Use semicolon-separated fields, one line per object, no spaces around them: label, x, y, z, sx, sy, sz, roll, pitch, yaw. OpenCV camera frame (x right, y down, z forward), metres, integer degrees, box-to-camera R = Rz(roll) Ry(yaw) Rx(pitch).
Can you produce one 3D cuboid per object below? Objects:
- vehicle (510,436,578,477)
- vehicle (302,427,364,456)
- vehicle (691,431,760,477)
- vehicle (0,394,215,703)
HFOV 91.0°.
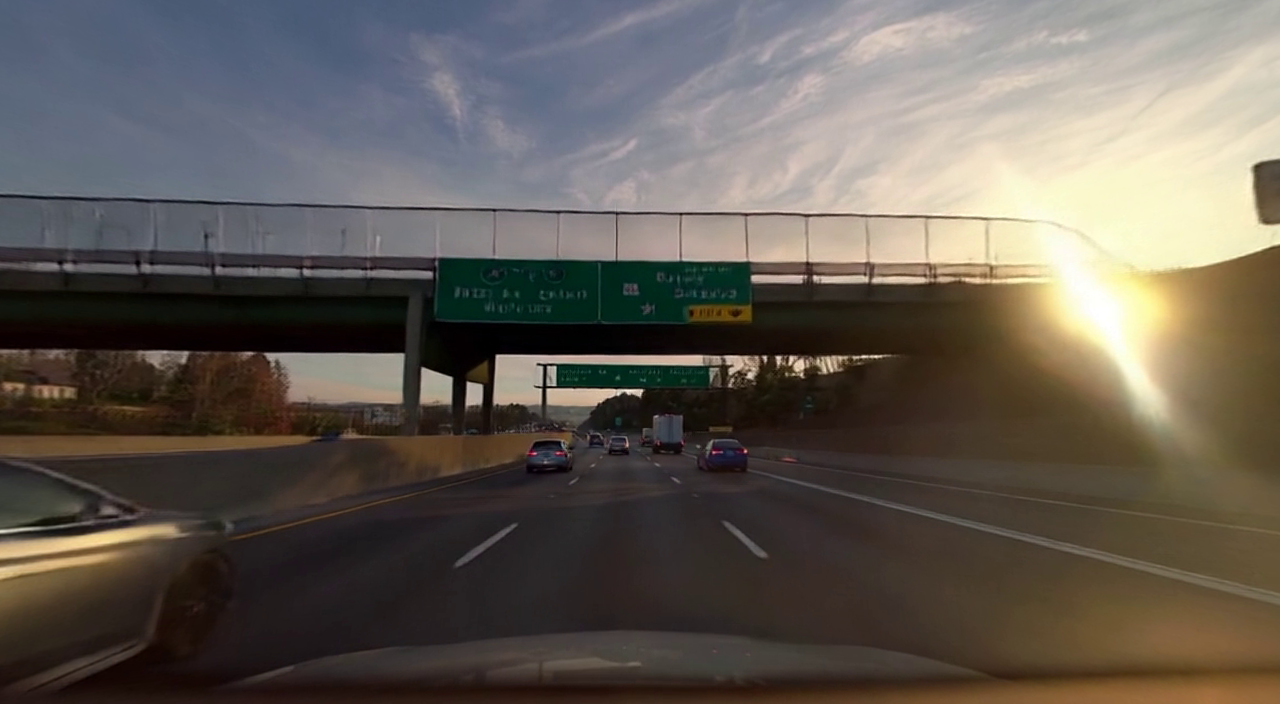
vehicle;-3.748;4.172;25.444;2.064;1.479;4.370;0;-8;0
vehicle;-20.239;5.917;41.698;2.027;1.792;4.238;0;-8;-1
vehicle;3.219;3.947;24.582;2.001;1.625;4.088;0;-8;-2
vehicle;-3.567;0.760;1.375;2.122;1.486;4.532;0;-8;0
